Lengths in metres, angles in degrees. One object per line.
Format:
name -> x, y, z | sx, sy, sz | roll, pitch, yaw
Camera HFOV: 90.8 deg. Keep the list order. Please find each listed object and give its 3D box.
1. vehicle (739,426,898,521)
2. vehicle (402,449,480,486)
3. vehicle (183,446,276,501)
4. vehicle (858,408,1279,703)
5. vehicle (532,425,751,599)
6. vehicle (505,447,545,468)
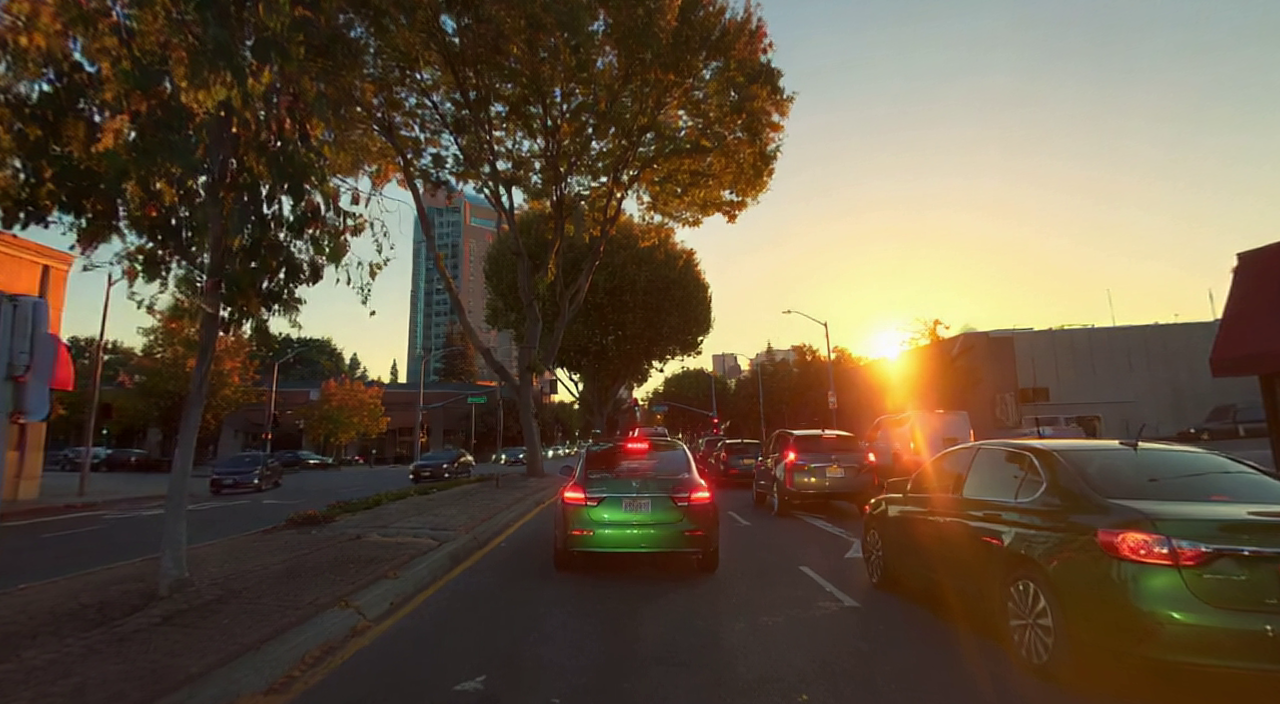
vehicle -> 3.517, 2.490, 13.415 | 2.025, 1.660, 4.263 | 0, -9, -1
vehicle -> -8.221, 4.778, 26.505 | 1.850, 1.417, 4.321 | 0, -9, 0
vehicle -> -14.934, 4.368, 23.246 | 2.072, 1.773, 4.329 | 3, -9, -23
vehicle -> 3.299, 1.261, 4.482 | 1.988, 1.480, 4.195 | 0, -9, 0
vehicle -> -0.003, 1.659, 7.312 | 1.887, 1.487, 3.535 | 0, -9, 0
vehicle -> -8.505, 7.790, 46.978 | 2.169, 1.477, 4.168 | 0, -9, 0
